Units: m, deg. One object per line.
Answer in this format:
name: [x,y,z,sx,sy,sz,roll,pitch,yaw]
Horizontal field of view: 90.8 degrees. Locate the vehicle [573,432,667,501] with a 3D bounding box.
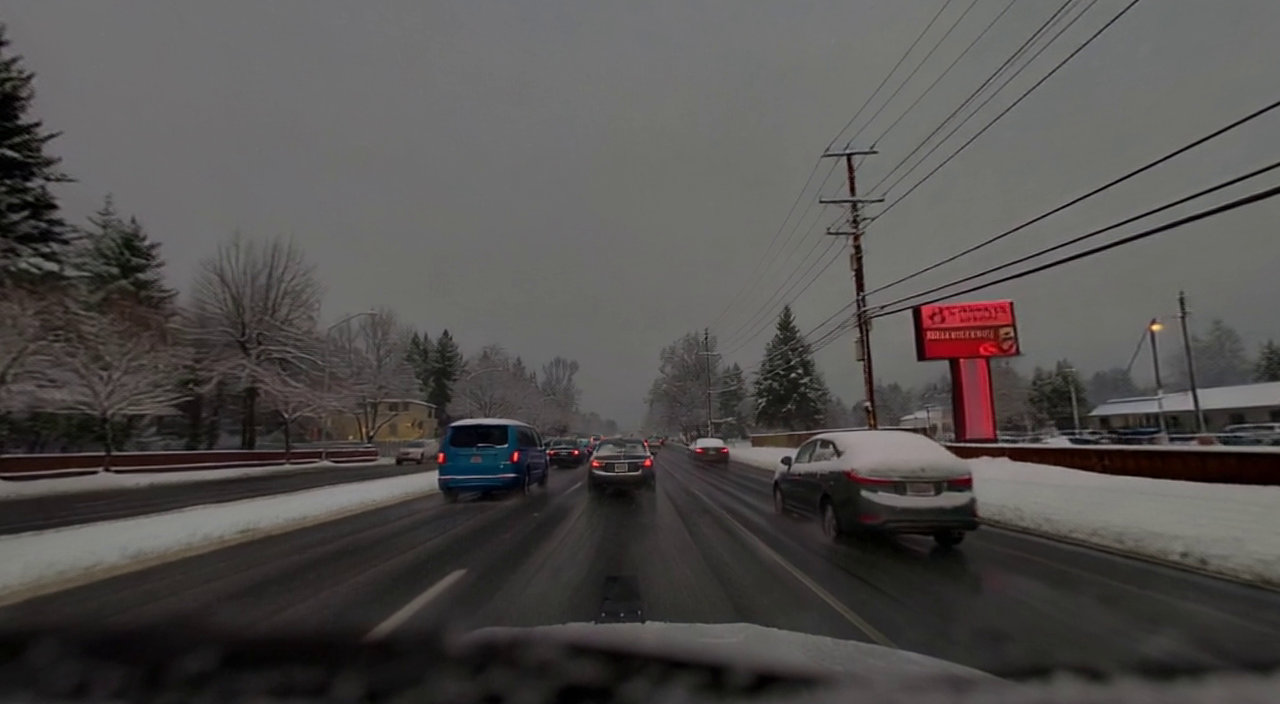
vehicle: [-0.438,2.833,16.000,2.097,1.511,3.809,0,-8,0]

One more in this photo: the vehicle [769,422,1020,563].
vehicle: [3.175,1.811,8.822,1.880,1.521,3.724,0,-8,-1]

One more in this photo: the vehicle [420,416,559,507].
vehicle: [-3.368,2.570,15.234,2.092,1.839,4.736,0,-8,1]

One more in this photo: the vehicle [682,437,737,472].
vehicle: [3.105,4.688,29.044,1.878,1.479,4.461,0,-8,-2]
